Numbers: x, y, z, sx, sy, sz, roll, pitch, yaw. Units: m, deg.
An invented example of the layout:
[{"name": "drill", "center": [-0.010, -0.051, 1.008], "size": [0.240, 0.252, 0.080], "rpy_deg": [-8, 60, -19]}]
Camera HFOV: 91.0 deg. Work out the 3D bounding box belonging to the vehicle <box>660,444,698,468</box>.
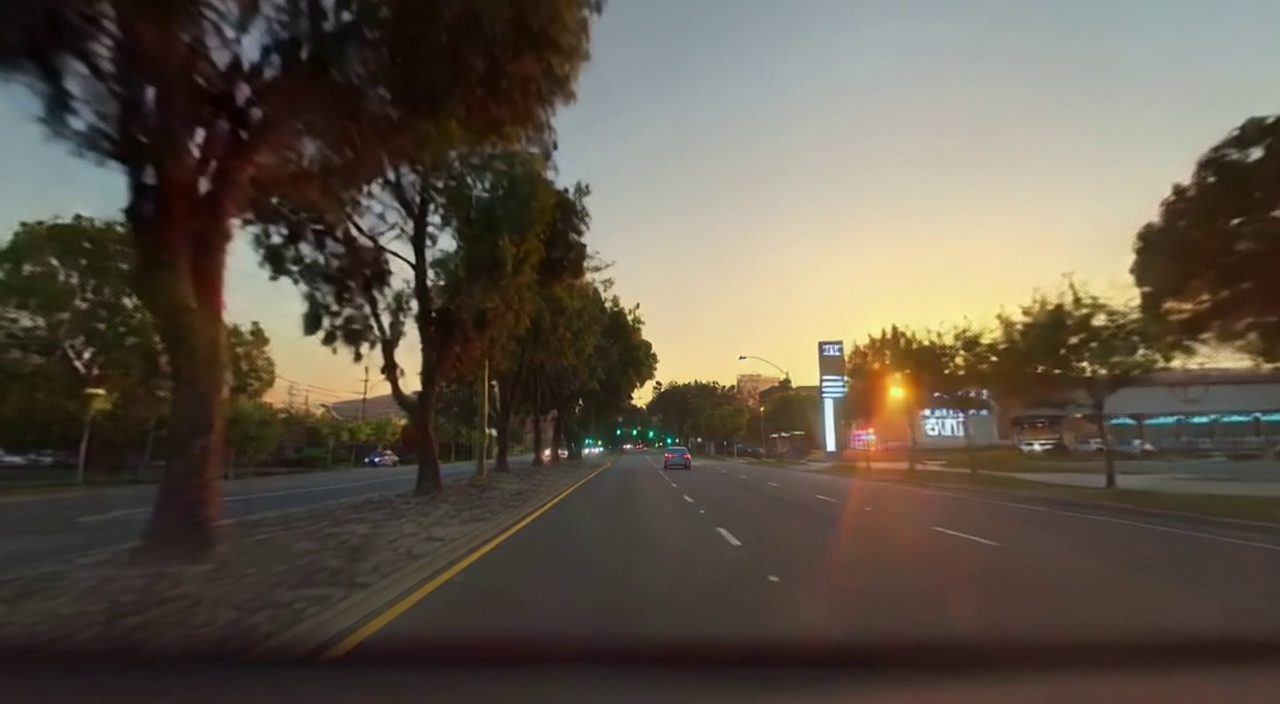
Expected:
[{"name": "vehicle", "center": [2.484, 6.744, 41.048], "size": [2.015, 1.479, 4.444], "rpy_deg": [0, -9, -2]}]
